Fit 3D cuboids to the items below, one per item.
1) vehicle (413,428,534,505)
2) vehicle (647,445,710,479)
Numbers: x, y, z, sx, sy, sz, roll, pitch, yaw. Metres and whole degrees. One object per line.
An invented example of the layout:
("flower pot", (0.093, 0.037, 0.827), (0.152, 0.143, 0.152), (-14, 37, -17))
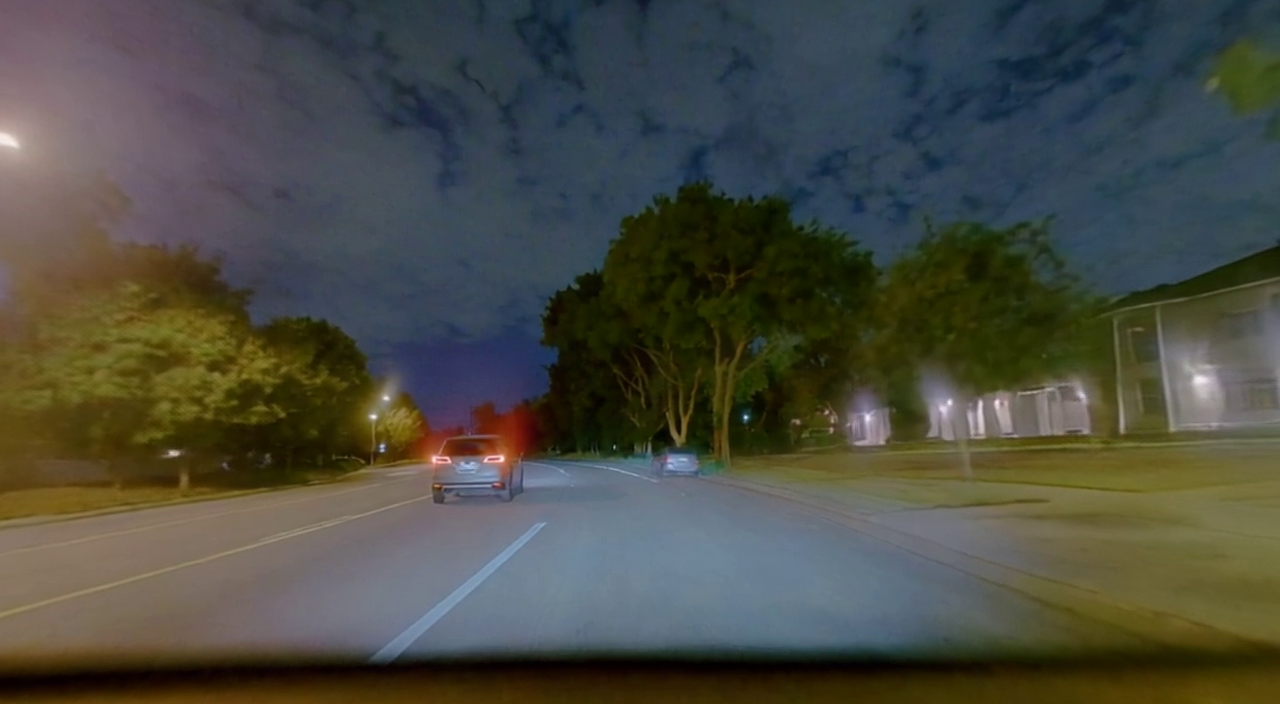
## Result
("vehicle", (-4.244, 3.011, 16.967), (2.175, 1.772, 4.442), (1, -9, -2))
("vehicle", (1.754, 5.229, 30.336), (1.928, 1.447, 4.386), (2, -9, -11))
